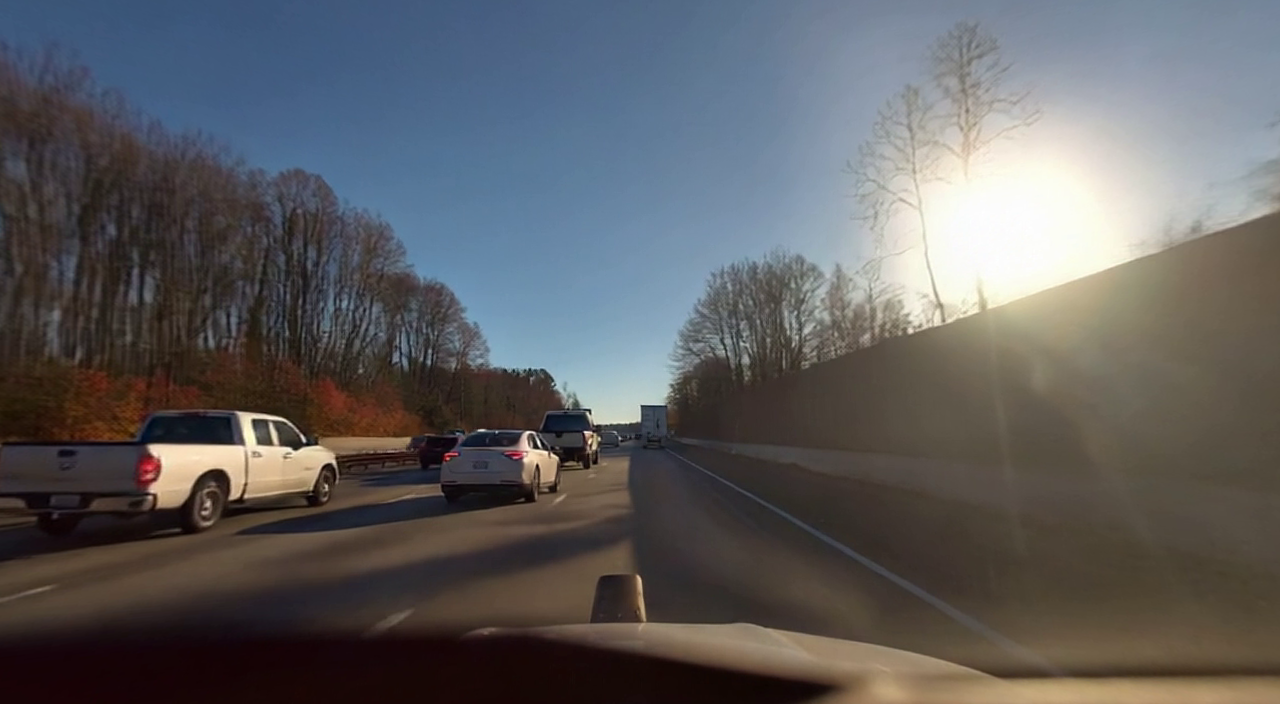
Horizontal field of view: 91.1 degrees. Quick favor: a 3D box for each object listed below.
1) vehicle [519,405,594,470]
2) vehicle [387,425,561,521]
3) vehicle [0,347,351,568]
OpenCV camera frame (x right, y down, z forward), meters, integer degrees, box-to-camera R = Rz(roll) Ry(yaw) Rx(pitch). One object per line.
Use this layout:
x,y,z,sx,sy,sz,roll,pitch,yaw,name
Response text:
-3.469,3.713,27.254,2.427,2.514,5.159,0,-8,1,vehicle
-2.872,2.180,11.975,2.089,1.485,4.153,0,-8,2,vehicle
-7.130,1.544,9.916,2.386,2.435,5.831,0,-8,0,vehicle
